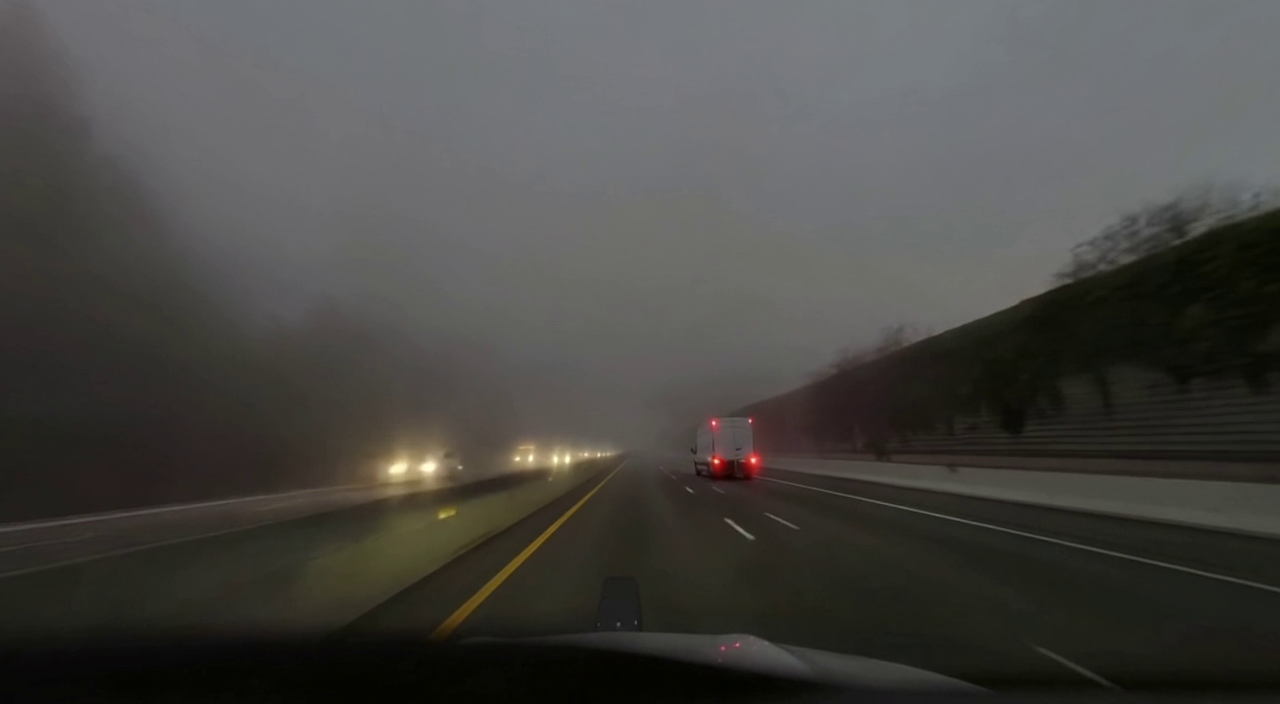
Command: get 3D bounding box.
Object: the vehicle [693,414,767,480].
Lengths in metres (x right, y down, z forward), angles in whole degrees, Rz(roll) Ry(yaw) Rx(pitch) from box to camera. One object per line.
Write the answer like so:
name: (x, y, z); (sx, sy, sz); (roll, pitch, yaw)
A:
vehicle: (4.132, 4.577, 30.249); (2.449, 2.805, 6.763); (0, -9, -1)

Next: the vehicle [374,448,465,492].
vehicle: (-8.474, 4.534, 24.561); (2.076, 1.547, 4.098); (0, -9, 0)
